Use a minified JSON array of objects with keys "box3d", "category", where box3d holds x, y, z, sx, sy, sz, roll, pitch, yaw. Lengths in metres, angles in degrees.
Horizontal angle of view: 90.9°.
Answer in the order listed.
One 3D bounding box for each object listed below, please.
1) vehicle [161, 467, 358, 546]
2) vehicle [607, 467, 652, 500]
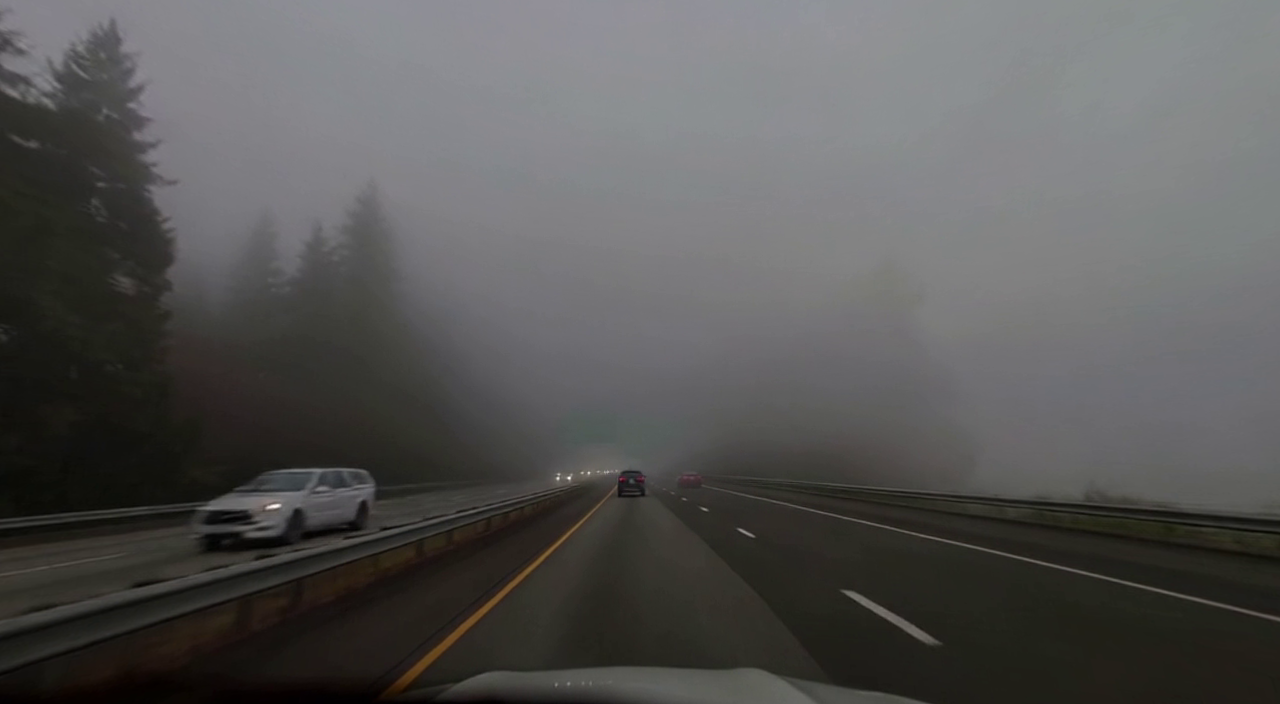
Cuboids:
[{"box3d":[-8.341,3.378,14.327,1.970,1.493,3.879,1,-10,1],"category":"vehicle"},{"box3d":[-0.495,6.460,31.092,2.060,1.473,3.726,1,-10,0],"category":"vehicle"}]
